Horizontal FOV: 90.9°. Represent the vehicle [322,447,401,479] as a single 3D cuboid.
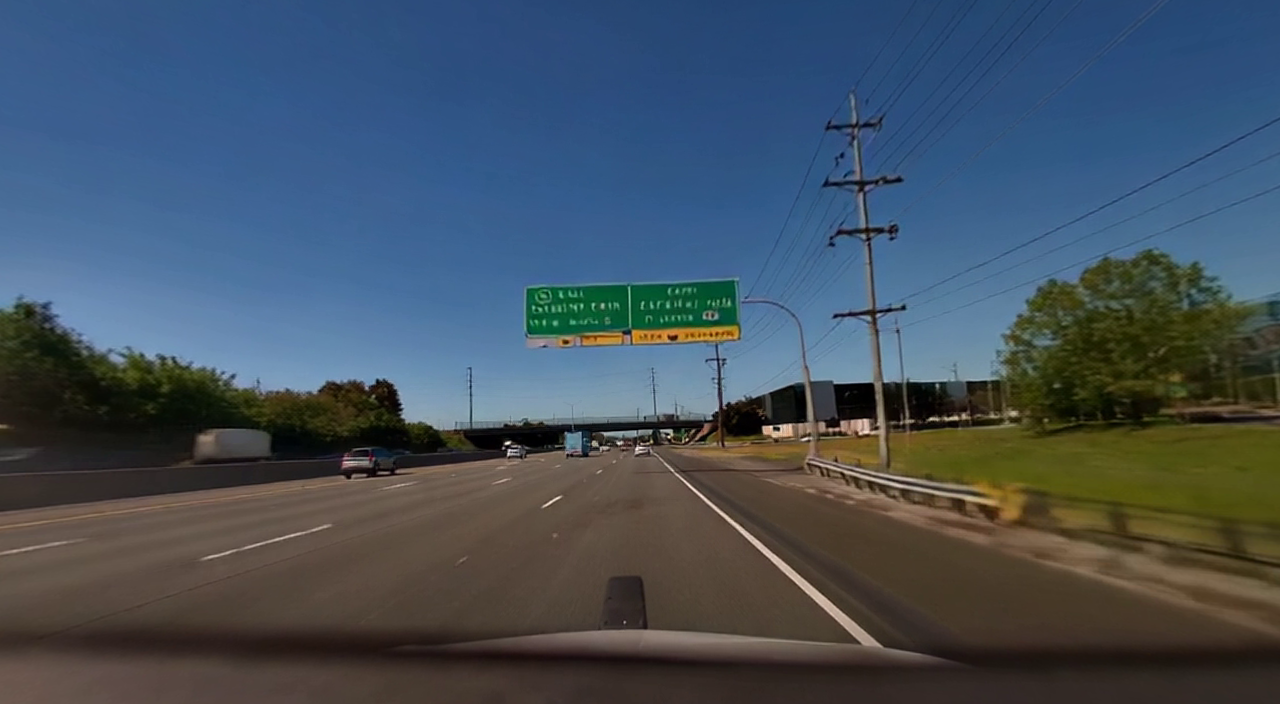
[{"bbox_3d":[-14.277,5.669,32.585,1.988,1.477,4.442,0,-8,1],"label":"vehicle"}]
